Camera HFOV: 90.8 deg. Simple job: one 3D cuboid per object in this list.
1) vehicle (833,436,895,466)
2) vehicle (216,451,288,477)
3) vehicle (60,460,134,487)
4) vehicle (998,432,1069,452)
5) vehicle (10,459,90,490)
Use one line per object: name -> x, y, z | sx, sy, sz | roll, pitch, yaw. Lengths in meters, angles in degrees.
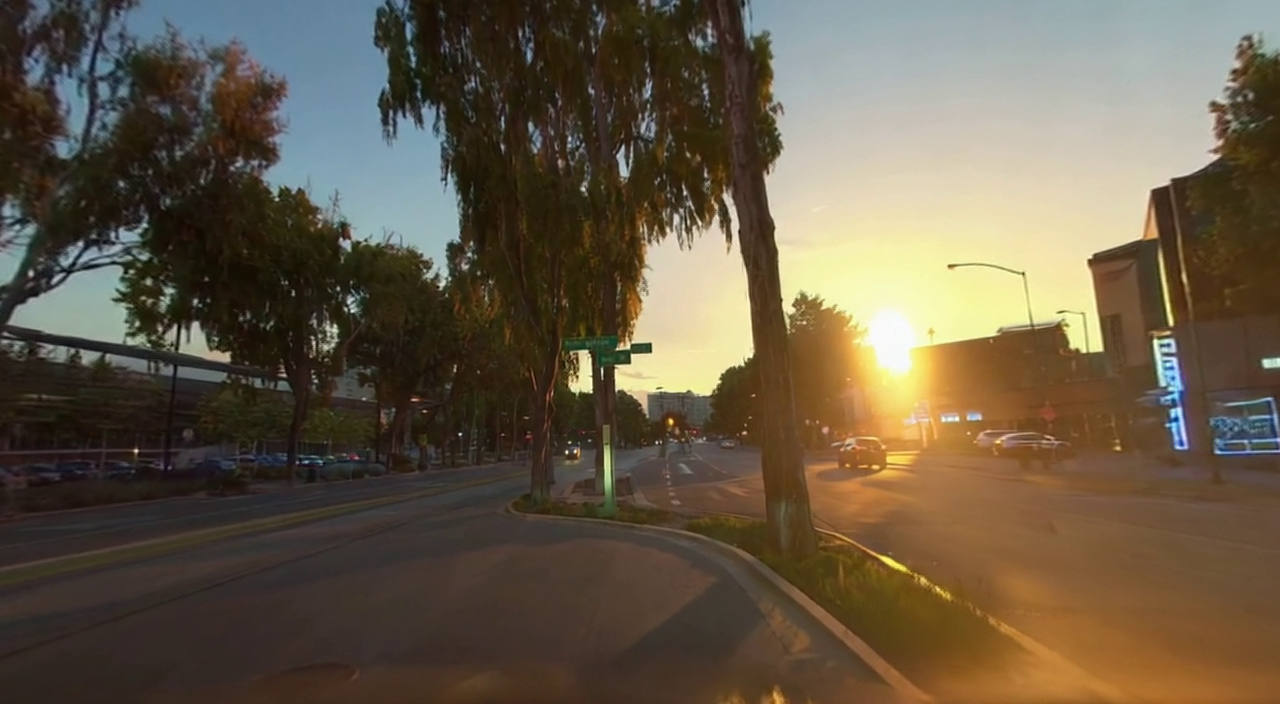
vehicle -> 13.088, 5.805, 37.241 | 2.100, 1.638, 4.545 | 0, -9, 2
vehicle -> -28.214, 8.058, 45.848 | 5.483, 1.719, 2.112 | -5, -10, 32
vehicle -> -34.524, 7.674, 40.132 | 4.416, 1.541, 2.102 | -5, -10, 30
vehicle -> 28.204, 6.485, 45.366 | 3.839, 1.386, 1.816 | -1, -9, 6
vehicle -> -33.973, 6.989, 36.329 | 5.124, 1.541, 2.121 | -6, -10, 33
